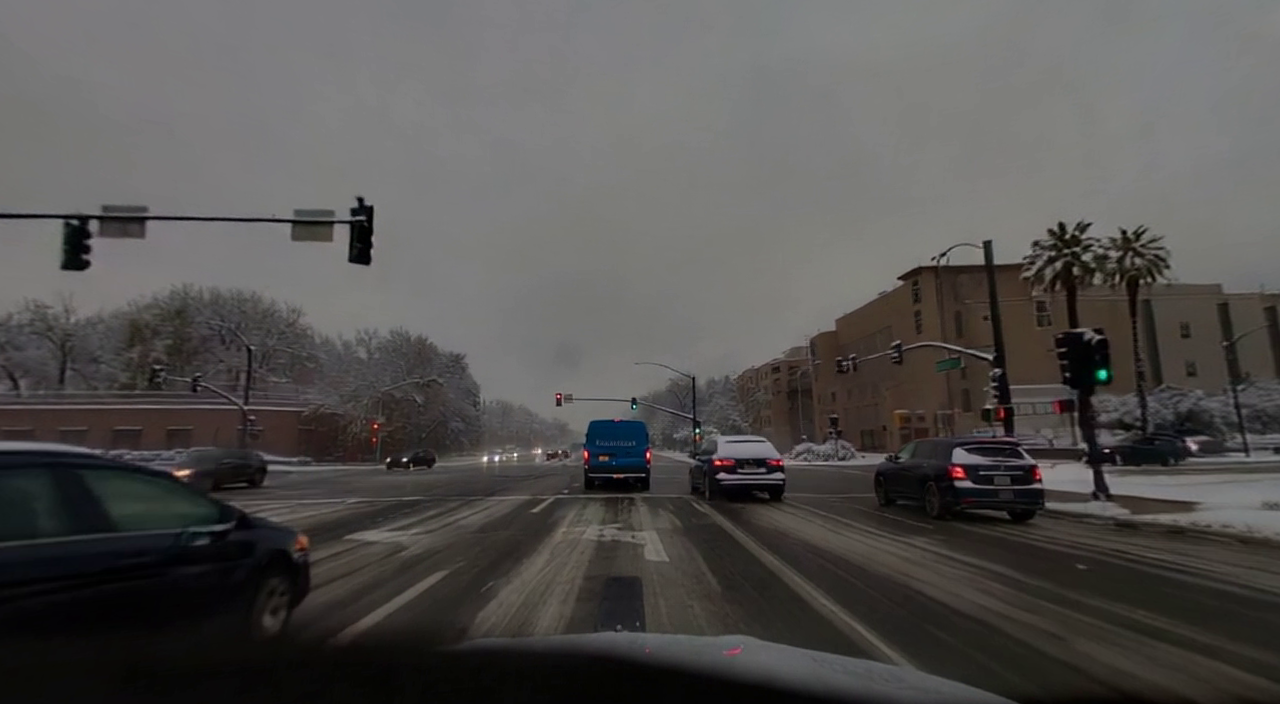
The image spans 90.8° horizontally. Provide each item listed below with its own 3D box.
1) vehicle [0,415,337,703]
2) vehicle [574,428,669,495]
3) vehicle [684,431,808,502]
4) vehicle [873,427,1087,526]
[{"bbox_3d":[-3.470,1.019,2.764,1.997,1.430,4.655,0,-9,0],"label":"vehicle"},{"bbox_3d":[-0.659,3.705,21.843,2.848,1.991,5.706,0,-9,-2],"label":"vehicle"},{"bbox_3d":[2.801,3.198,18.113,2.462,1.736,4.899,0,-9,-3],"label":"vehicle"},{"bbox_3d":[7.074,2.617,13.856,2.023,1.771,4.488,0,-9,-2],"label":"vehicle"}]
